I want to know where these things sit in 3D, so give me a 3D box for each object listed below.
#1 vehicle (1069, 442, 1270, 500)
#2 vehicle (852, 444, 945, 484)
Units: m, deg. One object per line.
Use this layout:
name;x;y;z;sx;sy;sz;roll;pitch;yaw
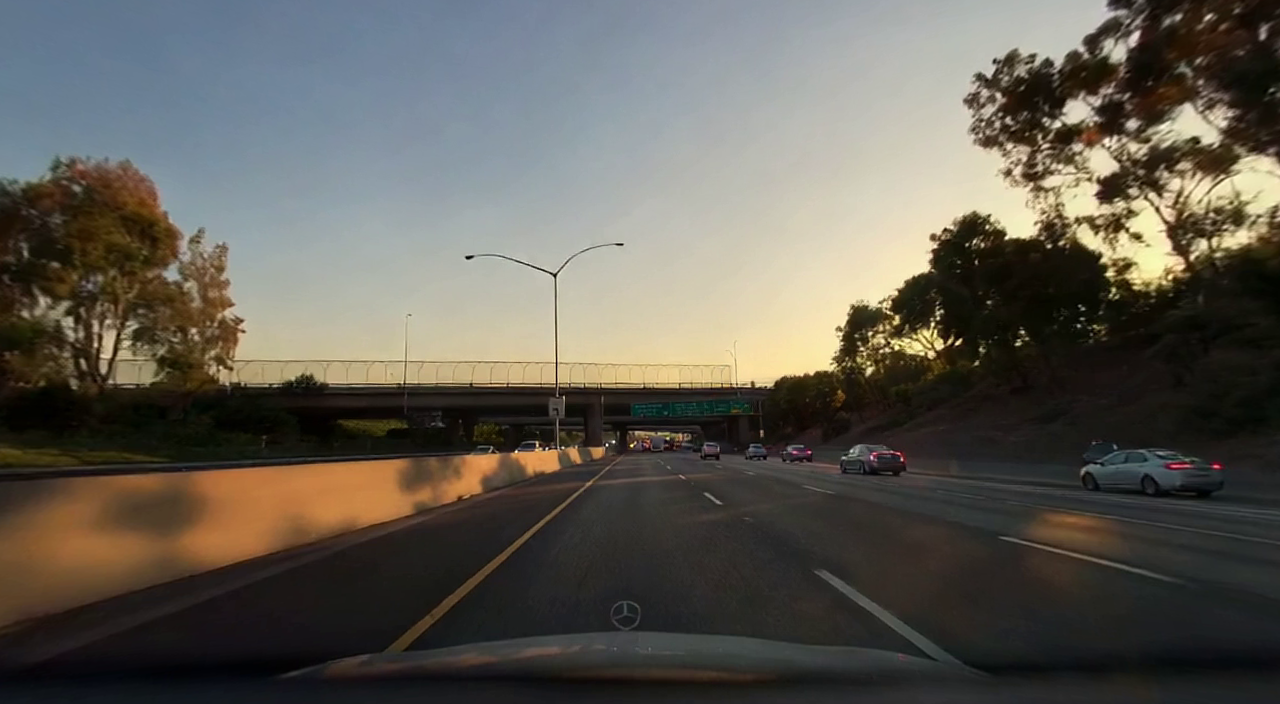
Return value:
vehicle;15.378;3.454;18.801;1.915;1.479;4.691;0;-9;0
vehicle;10.072;4.369;24.987;1.836;1.418;4.132;0;-9;-1
